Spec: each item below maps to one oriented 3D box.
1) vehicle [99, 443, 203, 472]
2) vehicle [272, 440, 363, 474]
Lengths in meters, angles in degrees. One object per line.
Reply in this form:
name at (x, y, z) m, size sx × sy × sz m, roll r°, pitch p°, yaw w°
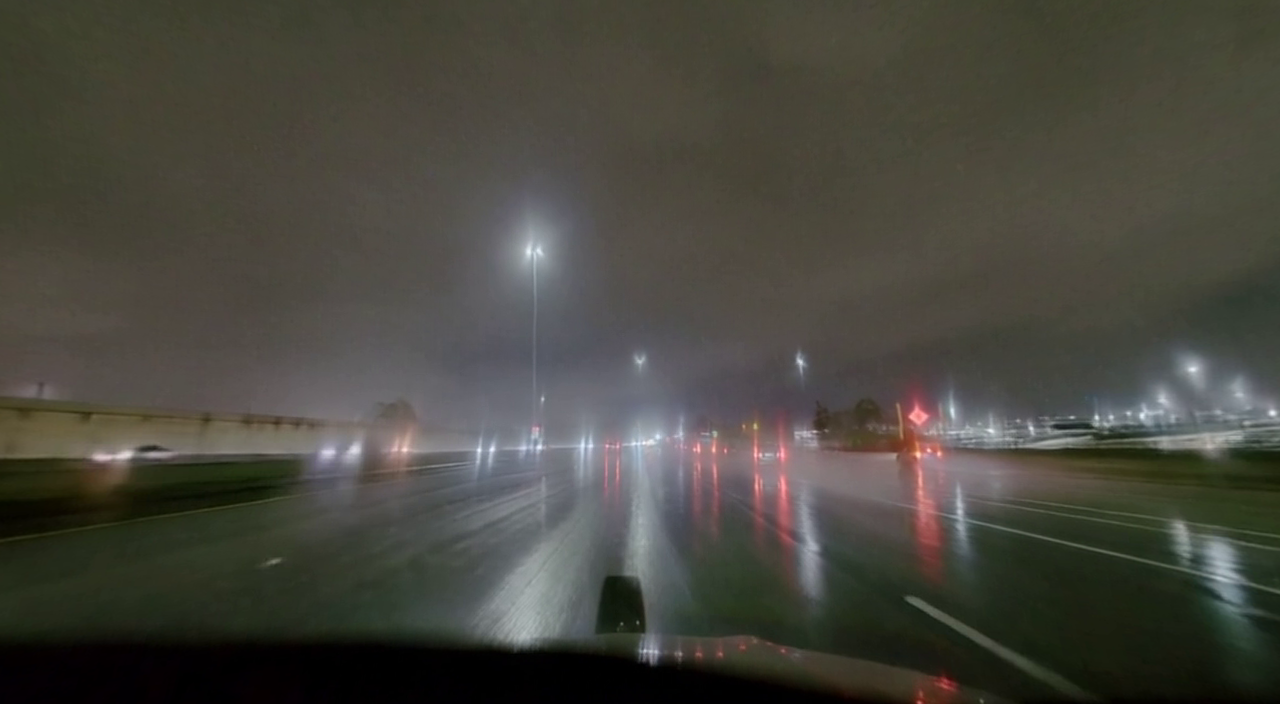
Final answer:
vehicle at (-28.241, 6.109, 36.651) m, size 1.902 × 1.517 × 5.008 m, roll 0°, pitch -9°, yaw 2°
vehicle at (-15.548, 5.092, 30.699) m, size 2.048 × 1.510 × 4.327 m, roll 0°, pitch -9°, yaw 2°
